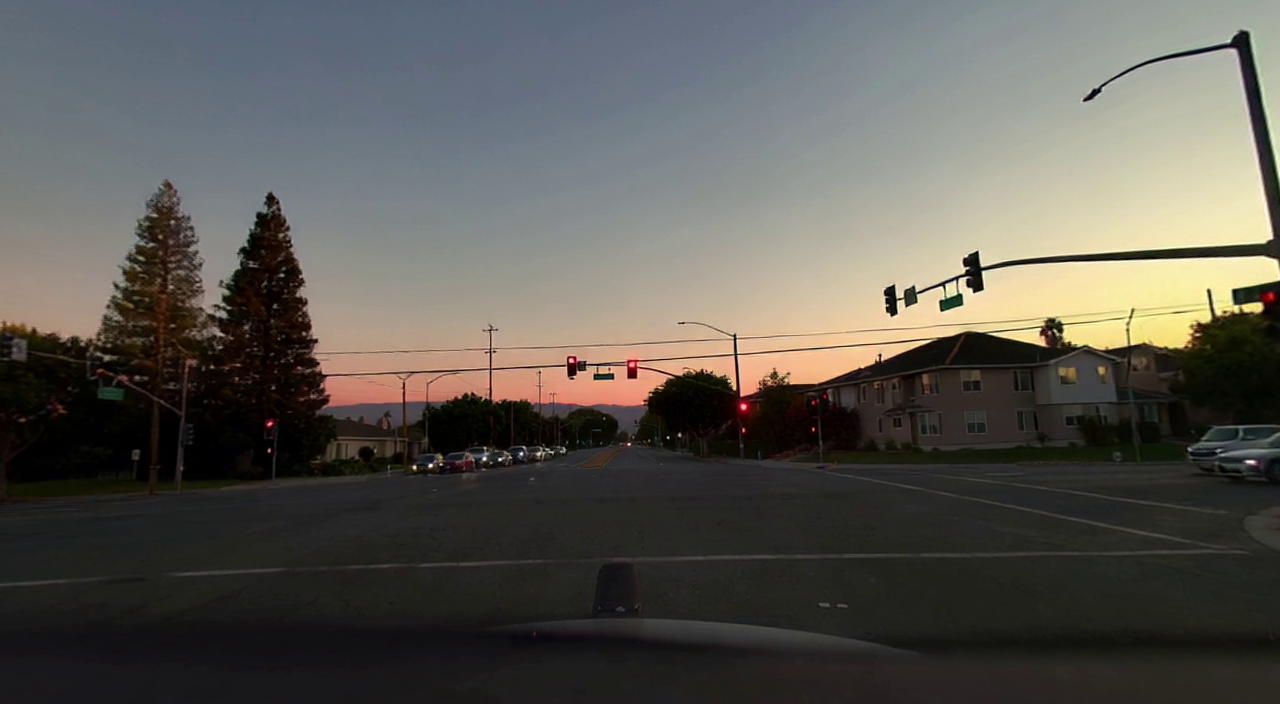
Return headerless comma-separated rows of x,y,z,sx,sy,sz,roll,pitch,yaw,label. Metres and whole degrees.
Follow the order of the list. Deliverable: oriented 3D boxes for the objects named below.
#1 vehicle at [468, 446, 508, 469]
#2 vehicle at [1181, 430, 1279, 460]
-10.716,7.457,44.755,1.881,1.509,3.377,0,-9,1,vehicle
31.306,4.885,33.025,4.318,1.488,1.870,0,-9,-1,vehicle
